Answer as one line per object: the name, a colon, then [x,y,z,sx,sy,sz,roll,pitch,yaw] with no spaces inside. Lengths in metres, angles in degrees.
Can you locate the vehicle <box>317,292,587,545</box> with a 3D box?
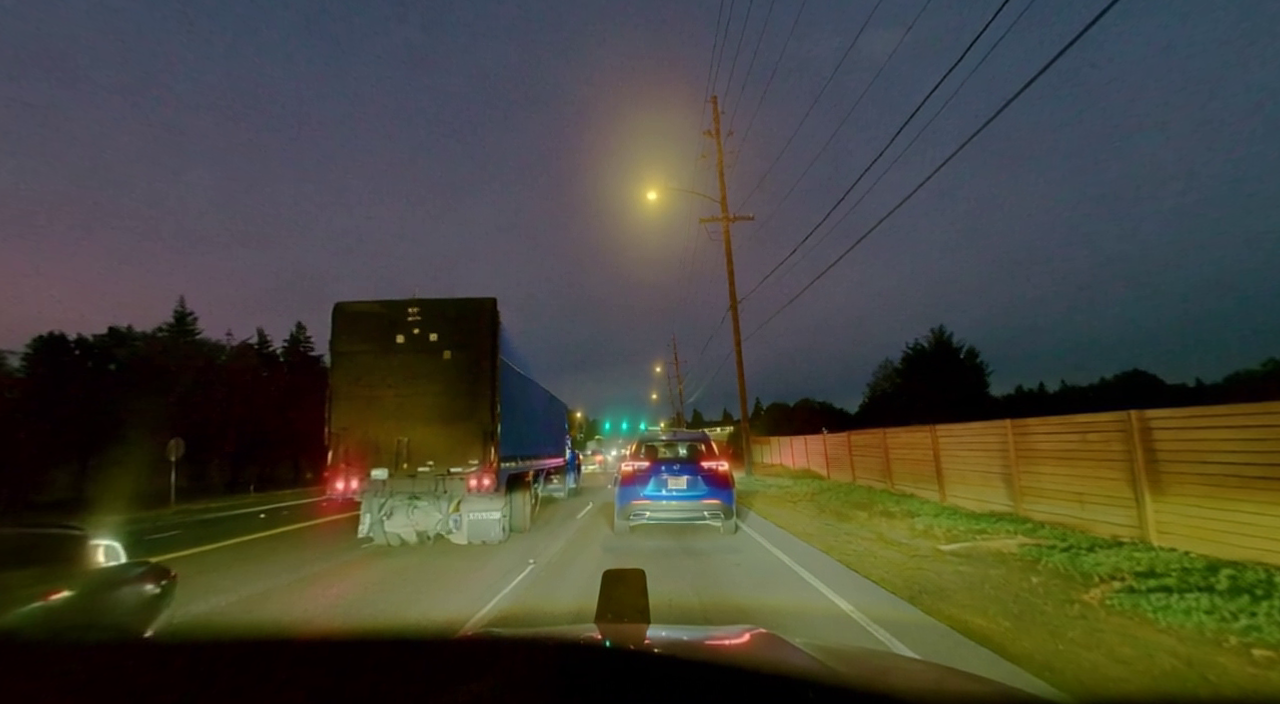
vehicle: [-3.045,1.585,13.590,2.928,3.658,8.980,0,-9,1]

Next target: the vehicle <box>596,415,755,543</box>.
vehicle: [0.473,2.057,10.781,2.174,1.749,4.113,0,-9,0]

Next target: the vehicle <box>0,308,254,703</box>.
vehicle: [-3.098,0.626,0.949,2.093,1.832,4.508,0,-9,1]
